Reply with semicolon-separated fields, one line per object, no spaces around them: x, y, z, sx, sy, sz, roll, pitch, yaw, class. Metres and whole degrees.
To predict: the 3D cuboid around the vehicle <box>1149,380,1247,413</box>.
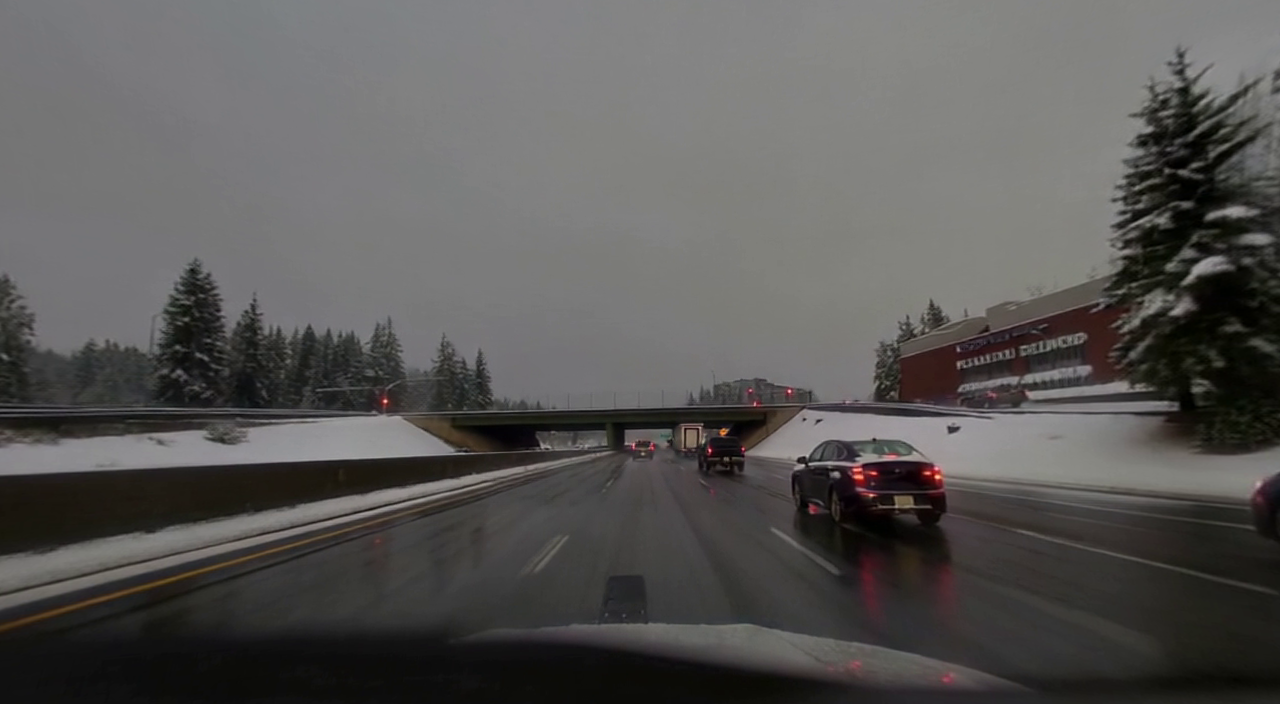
35.422;2.905;40.213;2.024;1.757;4.696;0;-8;2;vehicle

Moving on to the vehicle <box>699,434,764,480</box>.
3.963;4.617;28.075;2.086;1.858;4.737;0;-8;-1;vehicle

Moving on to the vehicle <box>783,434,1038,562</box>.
3.694;2.046;9.687;1.902;1.481;4.451;0;-8;-1;vehicle
